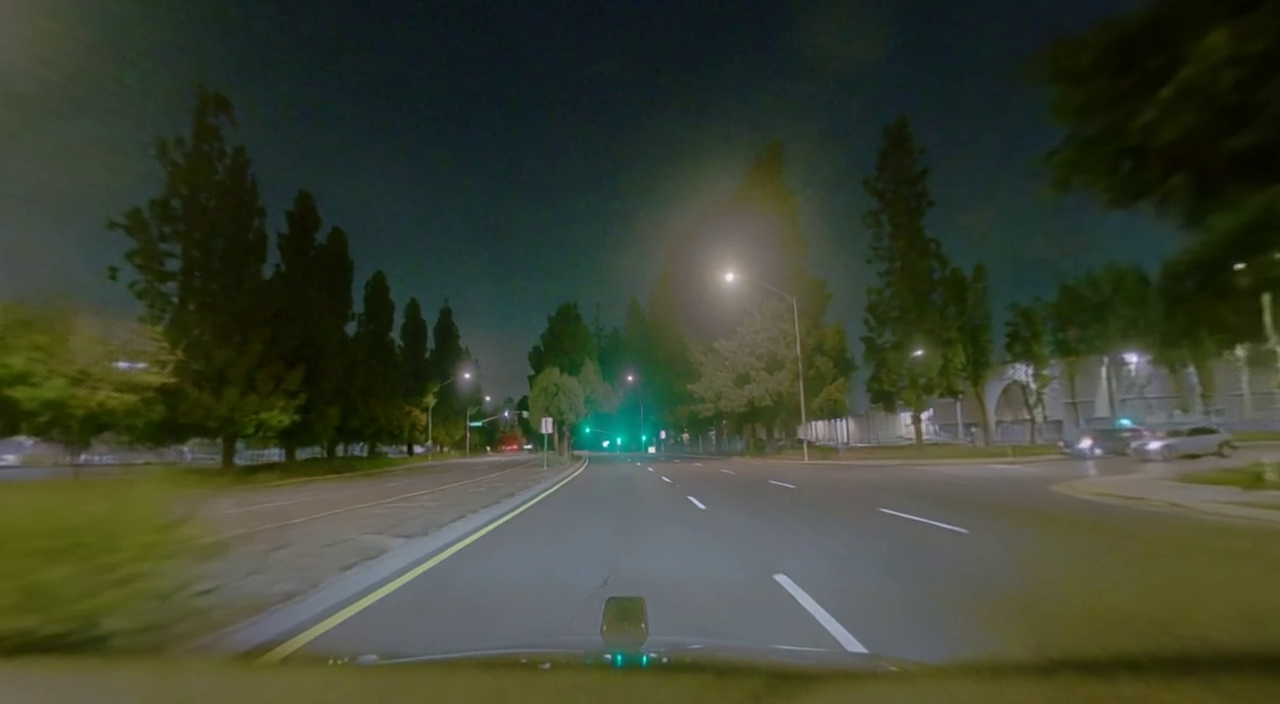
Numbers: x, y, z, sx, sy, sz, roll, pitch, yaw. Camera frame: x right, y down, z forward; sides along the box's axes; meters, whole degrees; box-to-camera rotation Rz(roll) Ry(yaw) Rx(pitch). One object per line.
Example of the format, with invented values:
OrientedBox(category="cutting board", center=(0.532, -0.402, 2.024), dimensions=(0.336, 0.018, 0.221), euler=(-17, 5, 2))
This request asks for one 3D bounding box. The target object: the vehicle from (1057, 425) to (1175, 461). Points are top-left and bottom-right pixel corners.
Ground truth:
OrientedBox(category="vehicle", center=(26.234, 5.030, 34.852), dimensions=(4.950, 1.924, 2.146), euler=(1, -8, -7))
